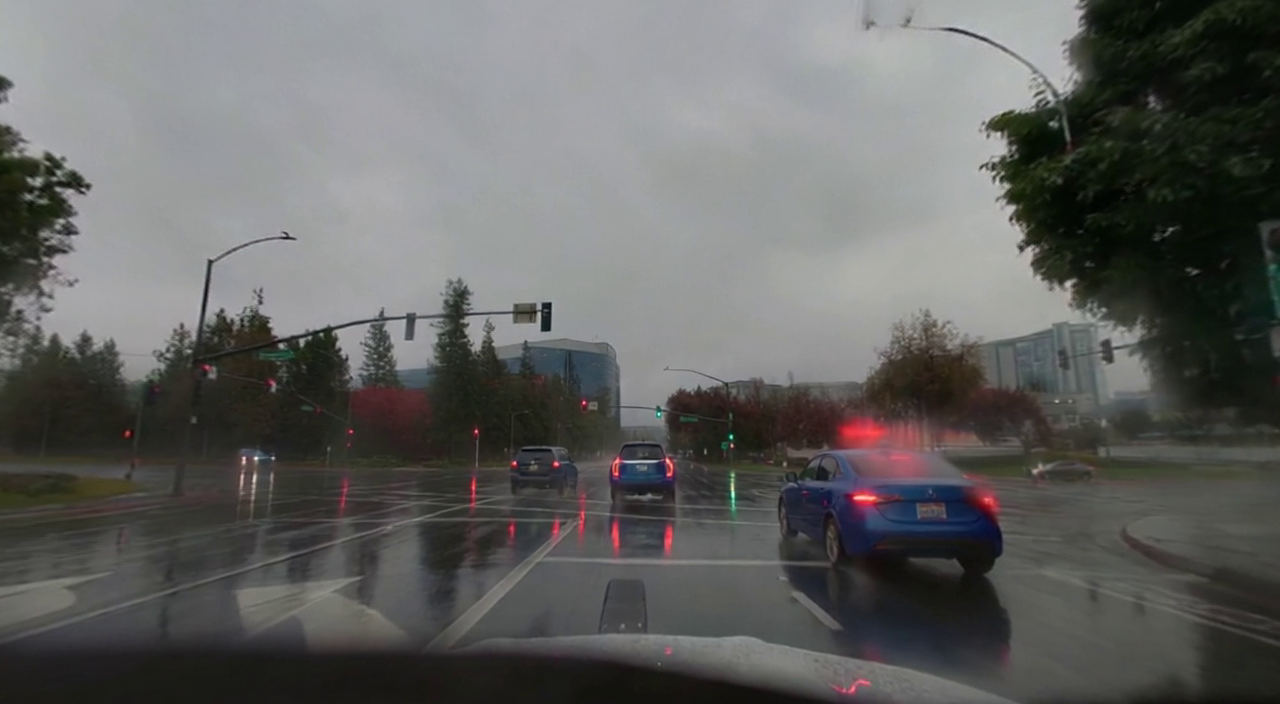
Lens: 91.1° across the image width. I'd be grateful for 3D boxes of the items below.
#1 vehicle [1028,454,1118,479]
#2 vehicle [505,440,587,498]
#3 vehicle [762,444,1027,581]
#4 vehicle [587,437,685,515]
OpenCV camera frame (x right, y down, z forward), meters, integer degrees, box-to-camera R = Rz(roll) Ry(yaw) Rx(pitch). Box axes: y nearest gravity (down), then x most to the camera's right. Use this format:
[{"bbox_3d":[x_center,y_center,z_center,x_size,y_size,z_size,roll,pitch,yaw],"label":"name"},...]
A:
[{"bbox_3d":[30.353,8.048,44.157,4.705,1.631,2.053,-2,-9,16],"label":"vehicle"},{"bbox_3d":[-2.885,3.689,20.234,1.987,1.633,4.005,0,-8,0],"label":"vehicle"},{"bbox_3d":[3.234,2.098,9.201,2.056,1.468,4.520,0,-8,1],"label":"vehicle"},{"bbox_3d":[-0.060,3.007,15.794,2.108,1.654,4.235,0,-8,1],"label":"vehicle"}]
